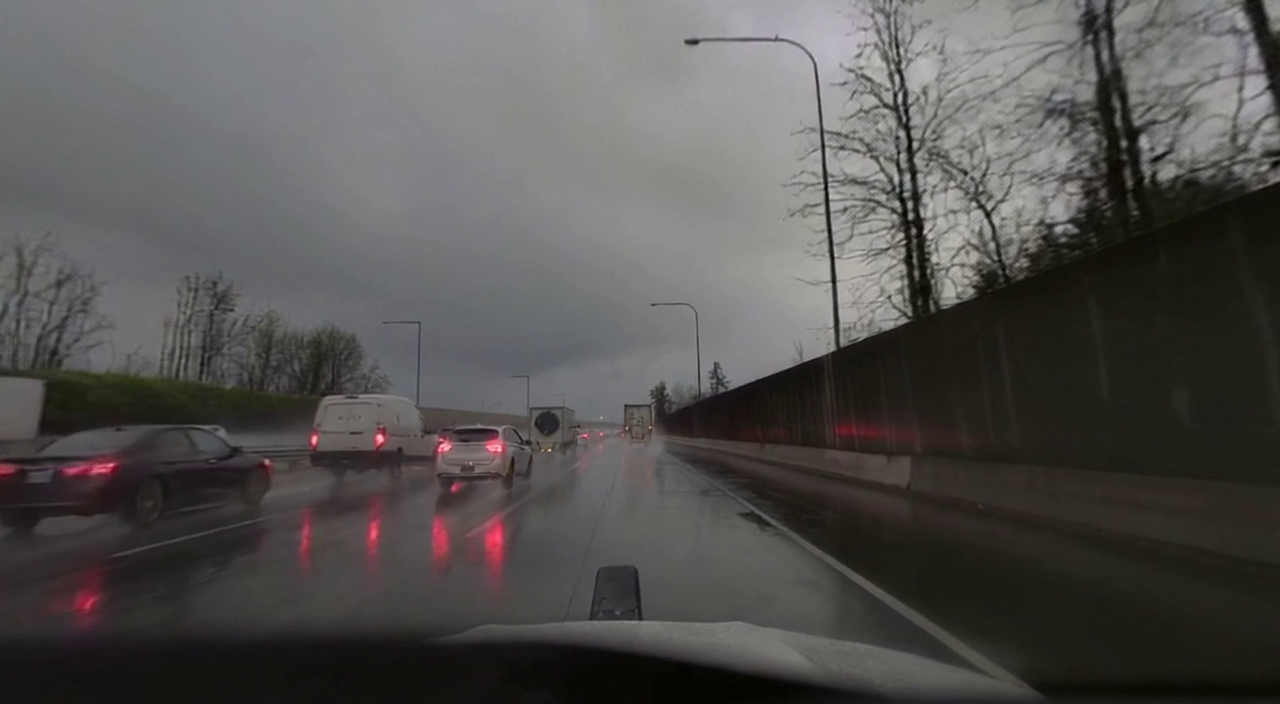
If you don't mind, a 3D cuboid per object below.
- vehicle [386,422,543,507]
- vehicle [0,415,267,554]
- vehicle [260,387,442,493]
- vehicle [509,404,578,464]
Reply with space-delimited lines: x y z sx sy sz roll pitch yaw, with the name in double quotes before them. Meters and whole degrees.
"vehicle" -3.406 2.262 13.167 2.089 1.485 4.153 0 -8 0
"vehicle" -7.600 1.761 9.105 1.957 1.545 3.971 0 -8 0
"vehicle" -7.621 2.429 17.532 2.386 2.435 5.831 0 -8 -2
"vehicle" -4.362 3.826 29.364 2.427 2.514 5.159 0 -8 0
